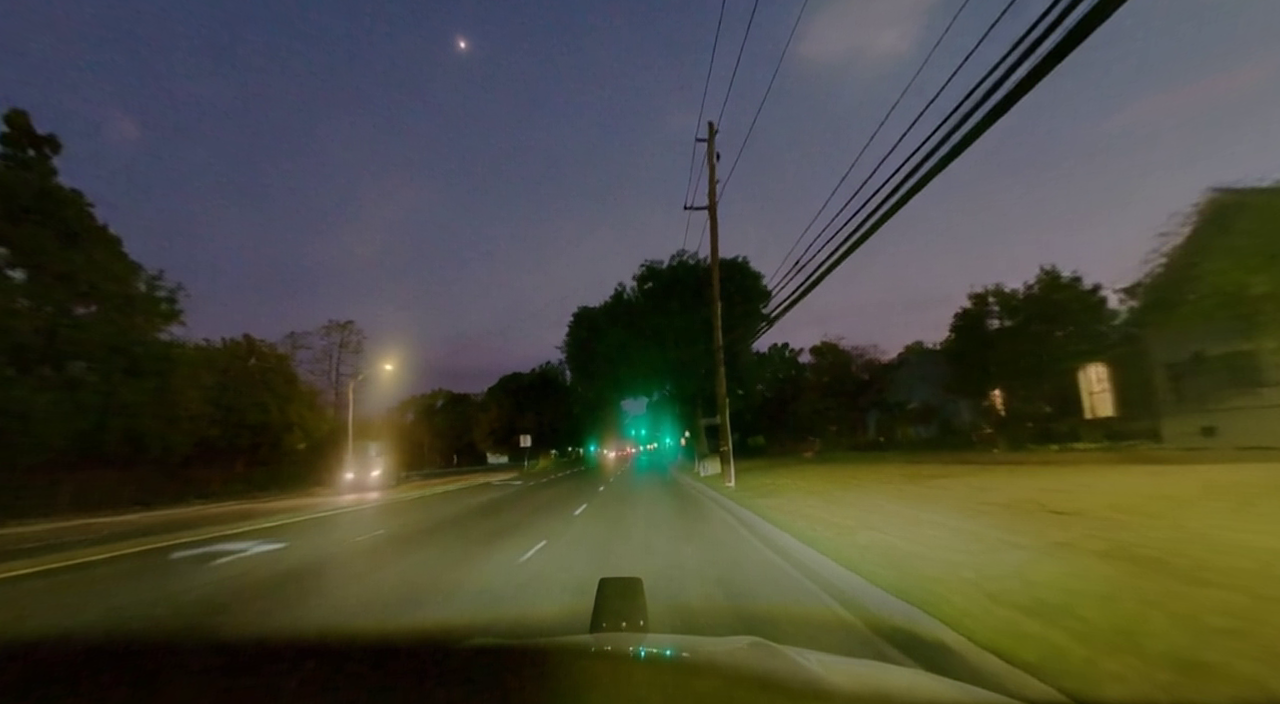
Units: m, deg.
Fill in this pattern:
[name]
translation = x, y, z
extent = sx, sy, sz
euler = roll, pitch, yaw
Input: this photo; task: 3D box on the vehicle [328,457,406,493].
[vehicle]
translation = -14.178, 6.389, 33.071
extent = 1.996, 1.695, 4.635
euler = 0, -9, 0
